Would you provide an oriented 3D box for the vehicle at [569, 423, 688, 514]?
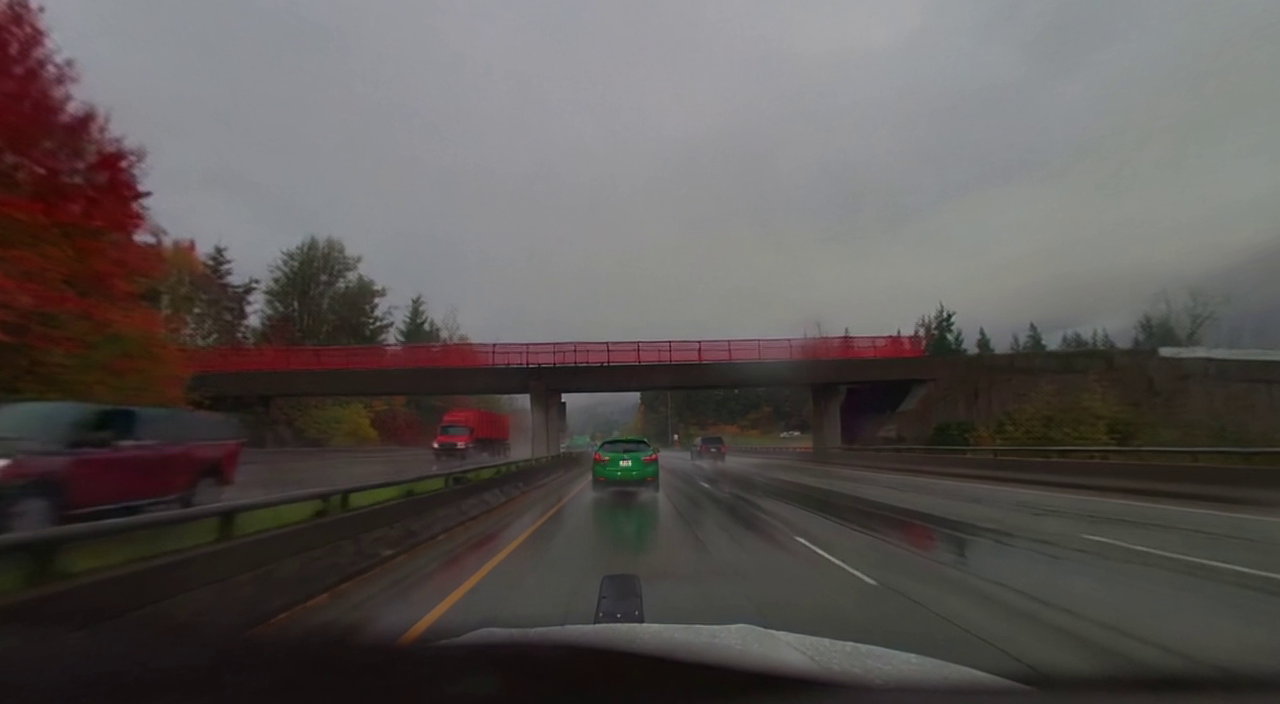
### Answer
[{"bbox_3d":[-0.235,2.538,14.022,2.259,1.699,4.015,0,-9,0],"label":"vehicle"}]

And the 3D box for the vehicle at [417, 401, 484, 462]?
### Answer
[{"bbox_3d":[-13.919,5.940,46.578,3.271,4.196,5.696,0,-9,-1],"label":"vehicle"}]

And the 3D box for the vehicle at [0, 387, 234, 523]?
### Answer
[{"bbox_3d":[-8.980,1.606,9.890,2.111,1.674,4.548,0,-9,-1],"label":"vehicle"}]

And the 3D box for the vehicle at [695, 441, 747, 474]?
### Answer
[{"bbox_3d":[3.907,5.117,30.688,1.894,1.487,3.751,0,-9,-2],"label":"vehicle"}]
